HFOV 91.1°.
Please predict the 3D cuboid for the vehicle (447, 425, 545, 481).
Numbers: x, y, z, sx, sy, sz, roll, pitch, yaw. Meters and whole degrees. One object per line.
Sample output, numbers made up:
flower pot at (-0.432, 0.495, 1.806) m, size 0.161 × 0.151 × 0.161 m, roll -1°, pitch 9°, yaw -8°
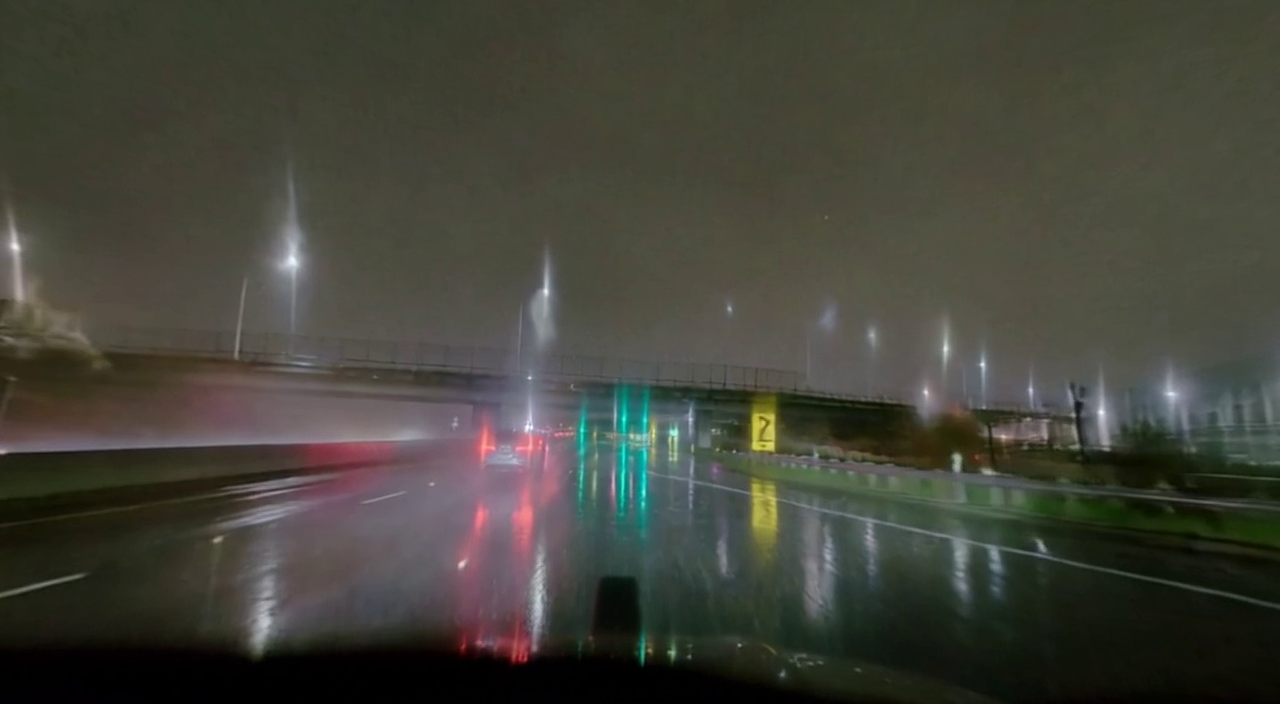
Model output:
vehicle at (-4.538, 3.271, 20.665) m, size 2.123 × 1.601 × 4.887 m, roll 0°, pitch -8°, yaw -1°
